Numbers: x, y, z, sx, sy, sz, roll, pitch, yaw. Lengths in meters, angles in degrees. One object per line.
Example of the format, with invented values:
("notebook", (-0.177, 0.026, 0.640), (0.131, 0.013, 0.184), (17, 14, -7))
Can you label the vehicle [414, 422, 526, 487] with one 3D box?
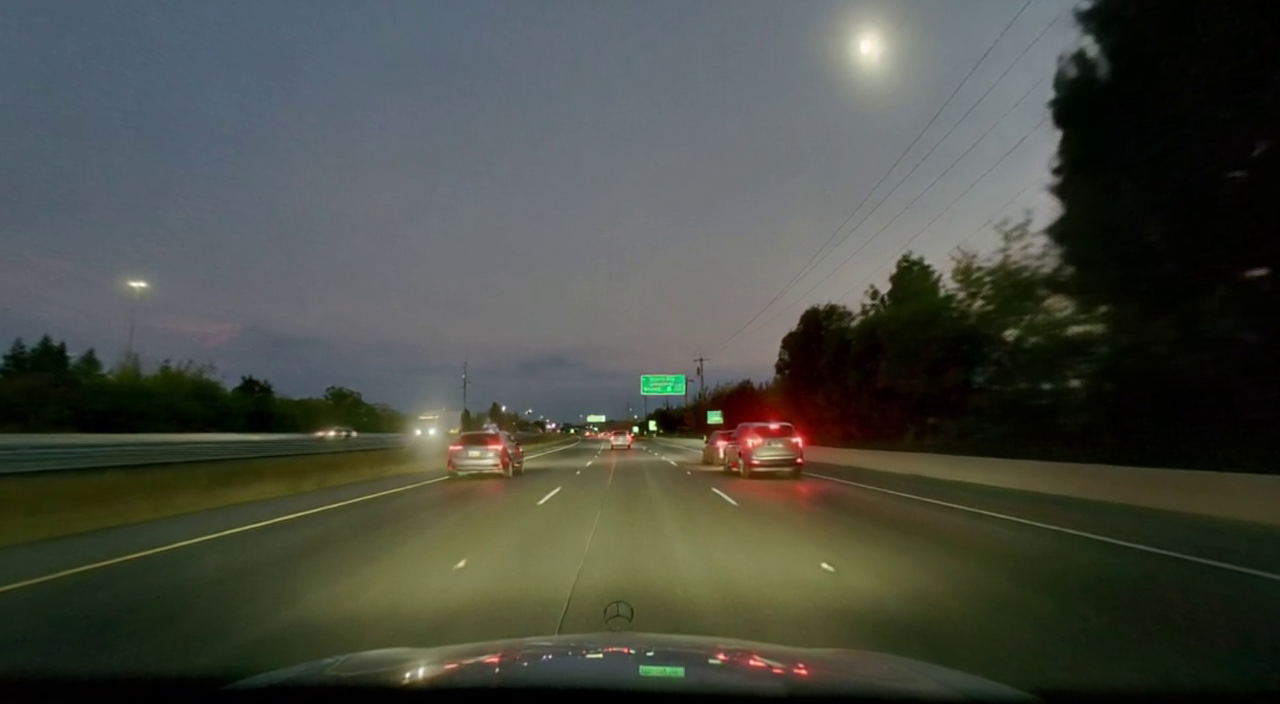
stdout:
("vehicle", (-4.582, 2.808, 17.716), (2.100, 1.590, 4.077), (0, -7, -1))

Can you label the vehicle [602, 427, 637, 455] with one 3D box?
("vehicle", (-1.323, 5.699, 40.504), (2.159, 1.690, 3.720), (0, -7, -3))

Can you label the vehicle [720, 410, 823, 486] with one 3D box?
("vehicle", (3.550, 2.627, 17.651), (1.976, 1.905, 3.263), (0, -7, -3))
